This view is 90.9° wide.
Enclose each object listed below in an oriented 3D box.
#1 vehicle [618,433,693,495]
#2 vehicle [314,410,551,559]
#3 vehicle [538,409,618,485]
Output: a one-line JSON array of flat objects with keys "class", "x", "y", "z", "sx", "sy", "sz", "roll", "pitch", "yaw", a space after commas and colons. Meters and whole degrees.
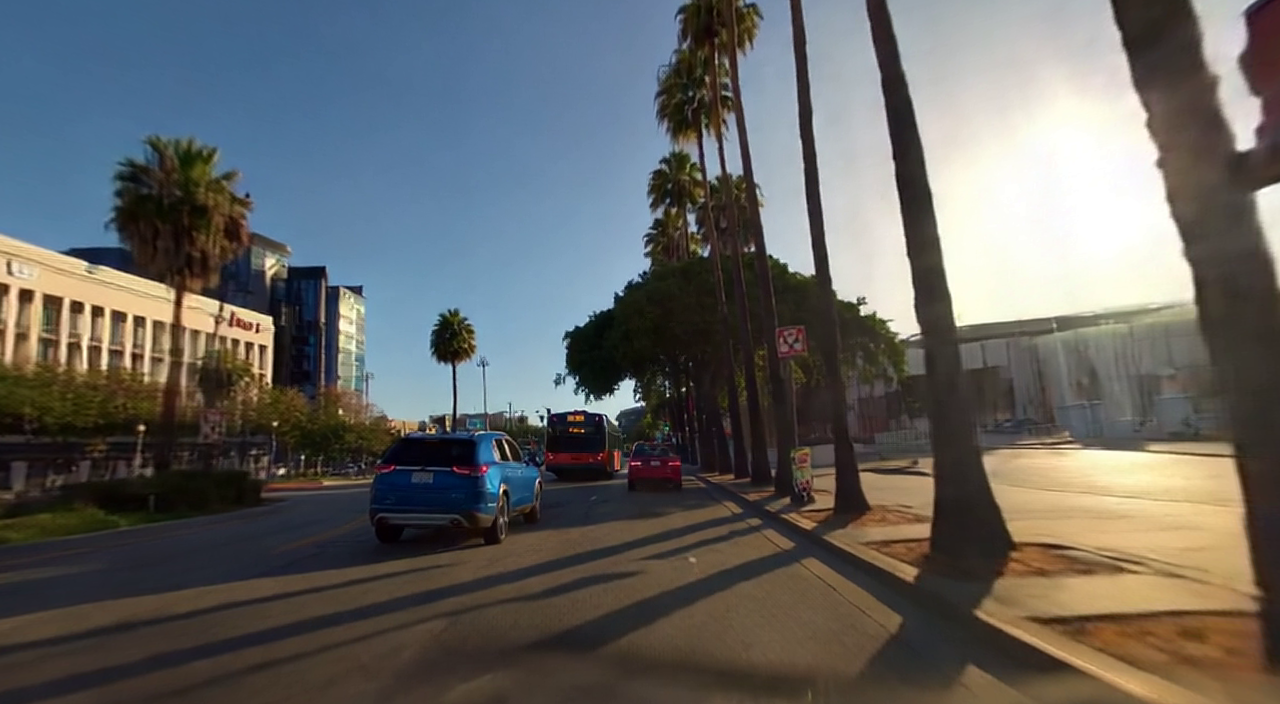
[{"class": "vehicle", "x": 0.458, "y": 3.461, "z": 19.843, "sx": 2.120, "sy": 1.727, "sz": 3.917, "roll": 0, "pitch": -9, "yaw": 0}, {"class": "vehicle", "x": -2.869, "y": 1.976, "z": 10.066, "sx": 2.124, "sy": 1.799, "sz": 4.587, "roll": 0, "pitch": -9, "yaw": 1}, {"class": "vehicle", "x": -2.678, "y": 4.511, "z": 29.919, "sx": 2.775, "sy": 3.064, "sz": 8.297, "roll": 0, "pitch": -9, "yaw": 1}]
